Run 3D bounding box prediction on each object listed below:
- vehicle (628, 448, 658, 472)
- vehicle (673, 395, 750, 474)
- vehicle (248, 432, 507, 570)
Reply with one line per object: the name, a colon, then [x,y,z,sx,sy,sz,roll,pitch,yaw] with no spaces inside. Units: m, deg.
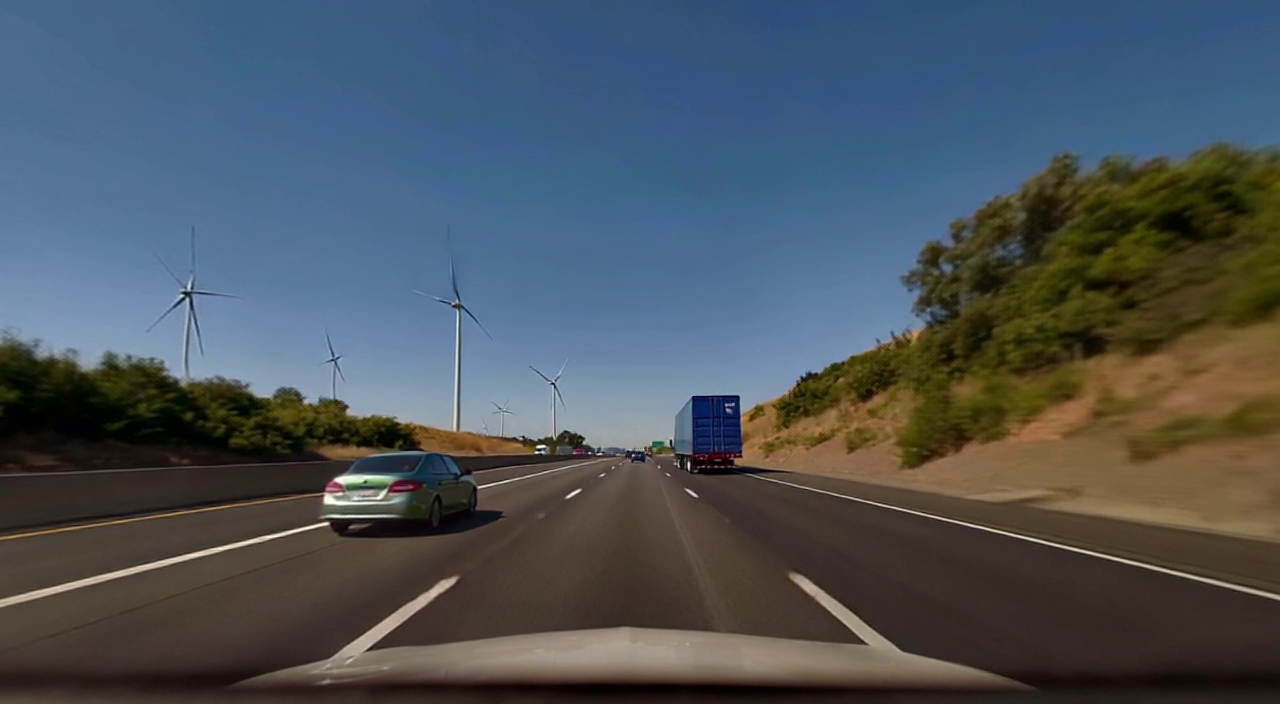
vehicle: [0.191,7.198,42.238,1.931,1.453,3.695,0,-9,0]
vehicle: [3.963,5.245,38.911,2.947,3.989,13.568,0,-9,-1]
vehicle: [-3.363,1.980,9.135,1.952,1.521,4.095,0,-9,0]
